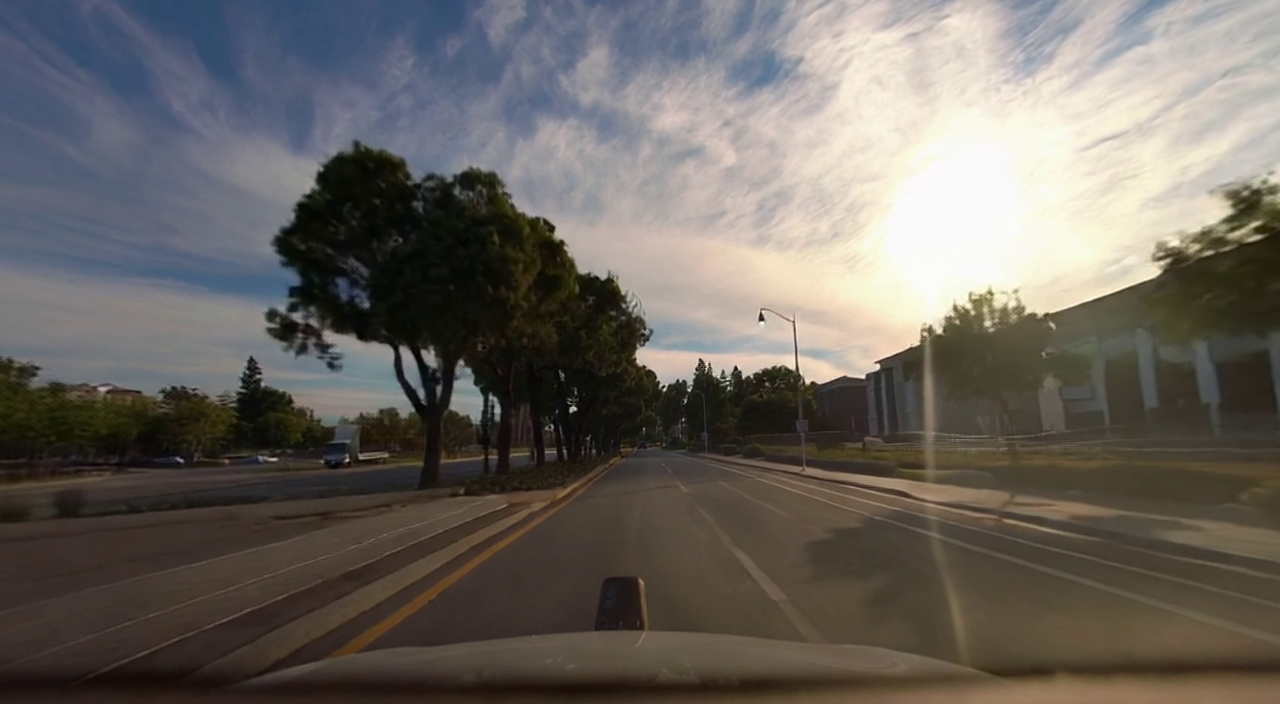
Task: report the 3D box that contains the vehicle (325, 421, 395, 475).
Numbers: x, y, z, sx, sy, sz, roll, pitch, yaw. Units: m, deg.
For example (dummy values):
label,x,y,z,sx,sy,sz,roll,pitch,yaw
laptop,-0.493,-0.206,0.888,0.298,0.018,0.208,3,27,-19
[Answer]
label,x,y,z,sx,sy,sz,roll,pitch,yaw
vehicle,-16.939,5.810,38.536,2.575,2.950,4.003,-3,-8,-2
